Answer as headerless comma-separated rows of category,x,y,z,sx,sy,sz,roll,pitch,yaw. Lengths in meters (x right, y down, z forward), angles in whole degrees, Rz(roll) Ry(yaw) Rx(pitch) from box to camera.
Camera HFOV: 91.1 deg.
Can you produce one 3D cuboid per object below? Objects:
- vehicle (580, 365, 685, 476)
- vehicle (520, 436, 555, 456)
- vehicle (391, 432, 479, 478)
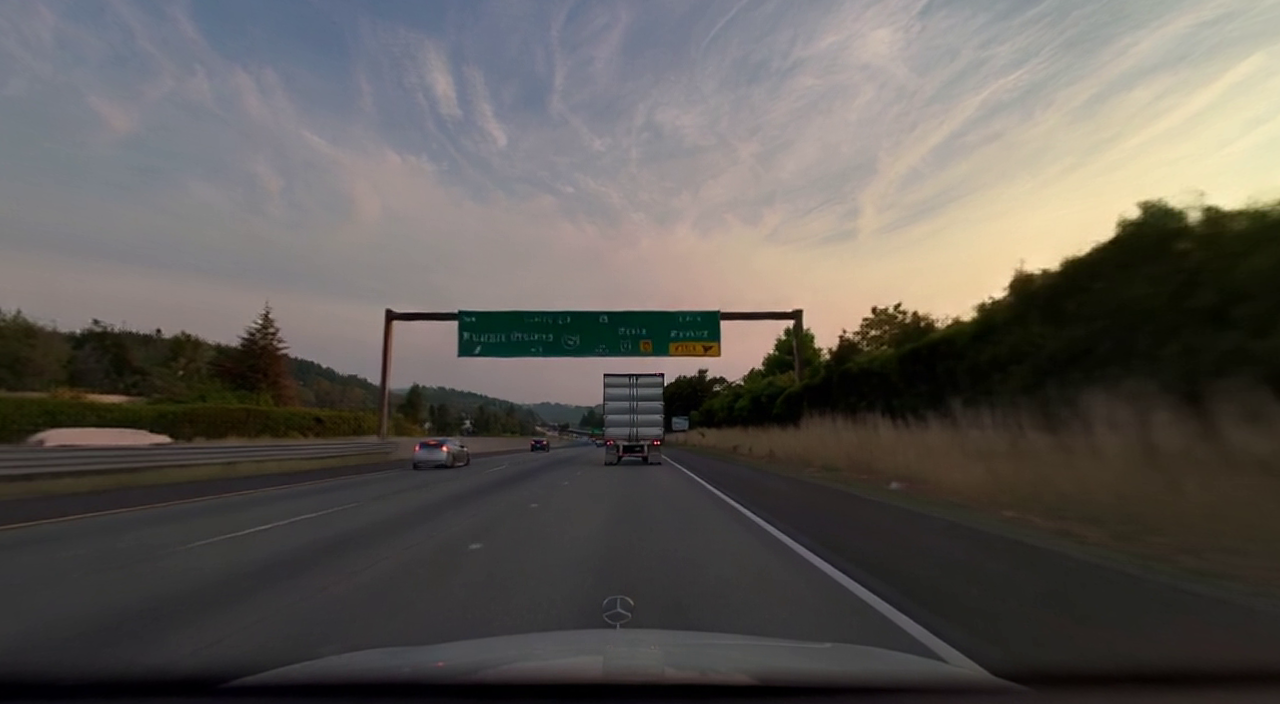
vehicle,-0.340,3.051,26.368,3.033,3.223,14.836,3,-8,-1
vehicle,-8.010,7.365,49.417,1.949,1.437,4.296,0,-8,0
vehicle,-7.135,3.588,22.290,1.856,1.479,3.710,0,-8,0
